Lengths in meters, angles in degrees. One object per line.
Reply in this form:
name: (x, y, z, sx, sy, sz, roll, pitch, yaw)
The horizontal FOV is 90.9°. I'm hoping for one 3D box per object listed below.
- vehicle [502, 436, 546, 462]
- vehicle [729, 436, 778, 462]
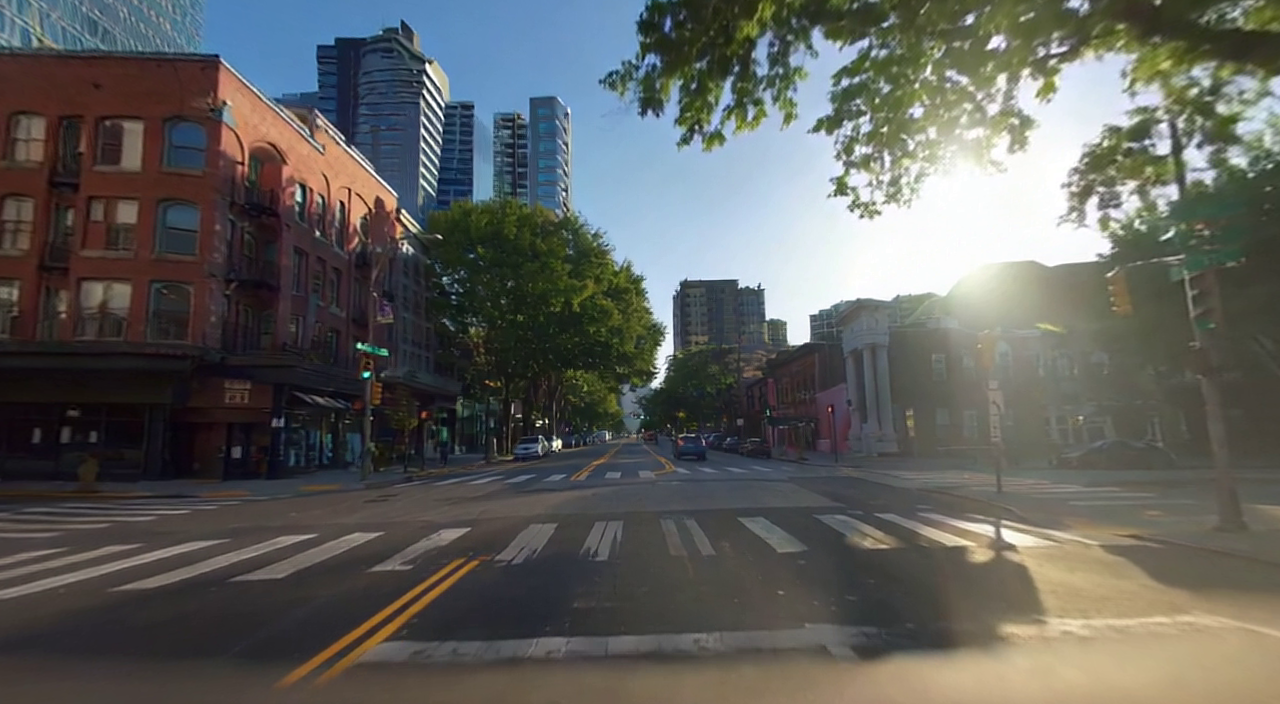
vehicle: (-7.275, 6.128, 39.965, 2.127, 1.533, 4.547, -1, -8, -3)
vehicle: (6.903, 5.948, 38.816, 1.997, 1.510, 4.455, 1, -8, -2)
